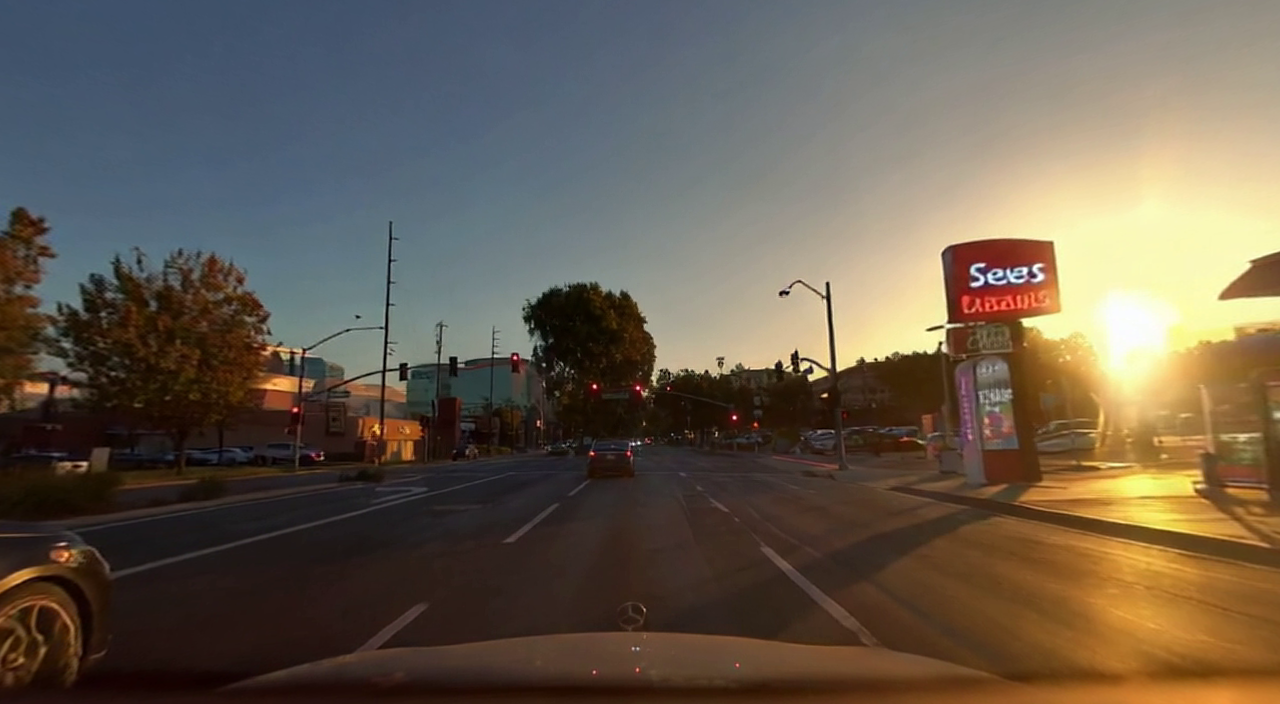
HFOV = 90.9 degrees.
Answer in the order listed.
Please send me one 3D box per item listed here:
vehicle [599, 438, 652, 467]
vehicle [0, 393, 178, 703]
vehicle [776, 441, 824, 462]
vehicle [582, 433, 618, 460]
[{"bbox_3d":[-0.687,5.311,33.526,2.082,1.460,4.442,-1,-8,9],"label":"vehicle"},{"bbox_3d":[-3.471,0.706,1.070,2.018,1.470,4.346,0,-8,1],"label":"vehicle"},{"bbox_3d":[11.526,7.101,45.204,1.810,1.463,4.245,-6,-10,37],"label":"vehicle"},{"bbox_3d":[-2.796,6.745,44.888,2.160,1.803,4.419,0,-8,2],"label":"vehicle"}]
